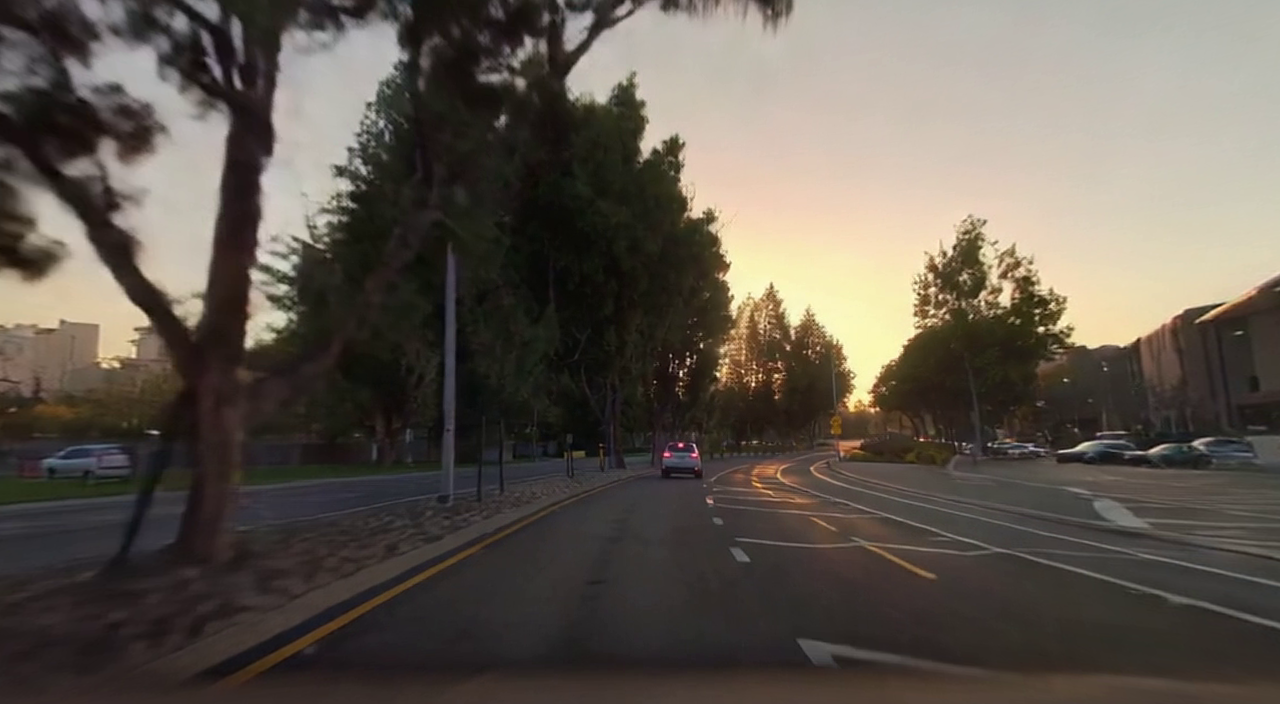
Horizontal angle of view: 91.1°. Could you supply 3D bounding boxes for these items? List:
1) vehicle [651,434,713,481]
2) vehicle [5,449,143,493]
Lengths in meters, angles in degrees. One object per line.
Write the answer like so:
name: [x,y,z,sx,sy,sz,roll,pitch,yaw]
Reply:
vehicle: [2.059,4.780,28.855,2.371,1.926,5.615,-1,-9,8]
vehicle: [-21.615,4.516,24.254,1.829,1.501,4.149,1,-9,-8]
